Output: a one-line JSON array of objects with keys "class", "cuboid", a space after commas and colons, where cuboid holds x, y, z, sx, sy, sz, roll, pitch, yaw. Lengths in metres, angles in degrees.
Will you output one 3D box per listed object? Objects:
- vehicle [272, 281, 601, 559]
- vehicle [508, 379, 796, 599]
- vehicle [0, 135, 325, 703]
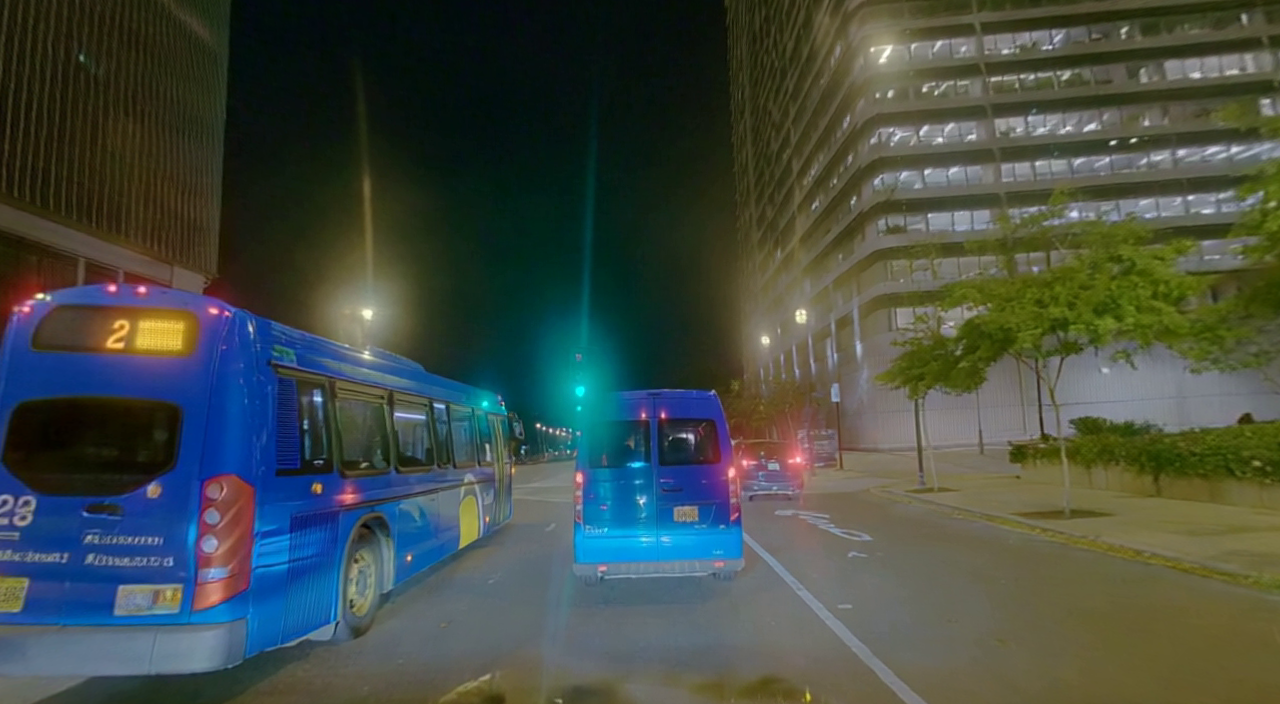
[{"class": "vehicle", "cuboid": [-2.898, 1.813, 14.627, 3.042, 3.445, 13.615, 0, -9, 0]}, {"class": "vehicle", "cuboid": [0.136, 1.521, 7.736, 2.500, 1.912, 4.270, 0, -9, 1]}, {"class": "vehicle", "cuboid": [-2.740, 0.319, 0.183, 2.329, 2.089, 5.659, 0, -9, 0]}]
